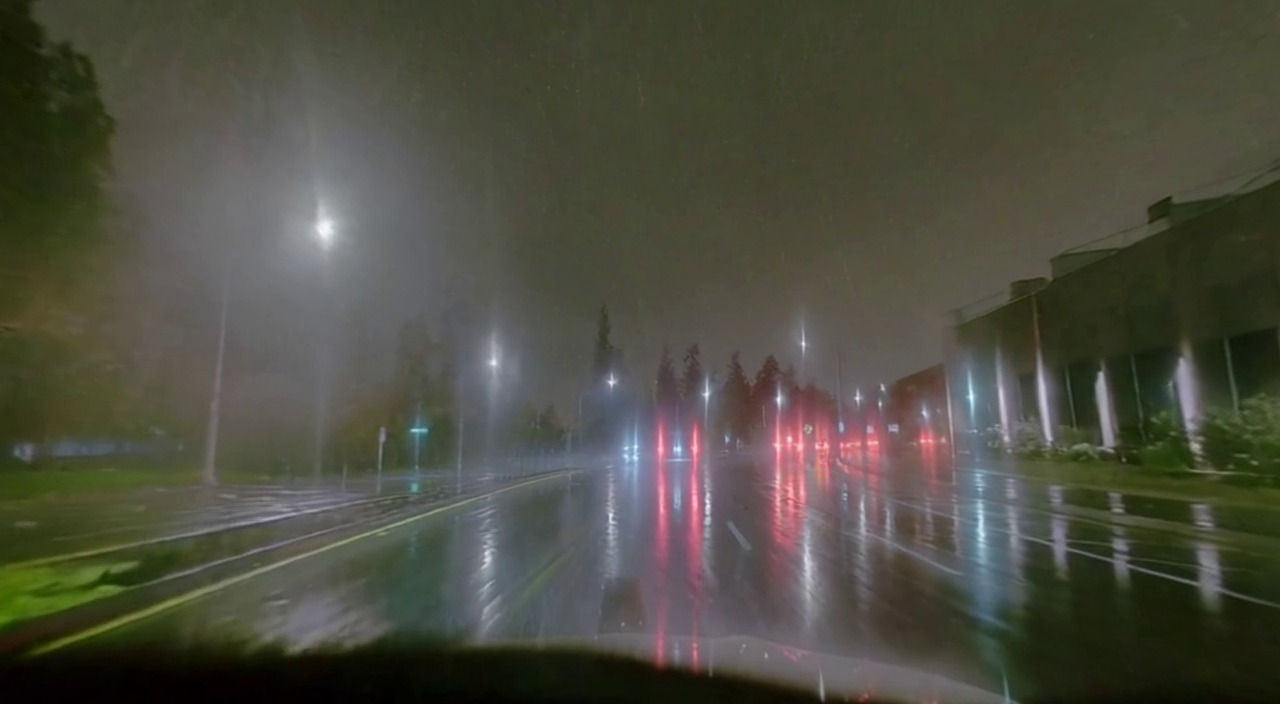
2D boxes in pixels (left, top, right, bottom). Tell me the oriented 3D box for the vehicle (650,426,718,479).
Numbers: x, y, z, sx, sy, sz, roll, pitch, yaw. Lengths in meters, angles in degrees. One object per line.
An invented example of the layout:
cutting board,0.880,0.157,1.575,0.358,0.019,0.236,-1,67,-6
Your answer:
vehicle,1.965,4.167,26.273,2.371,1.926,5.615,-1,-9,8
